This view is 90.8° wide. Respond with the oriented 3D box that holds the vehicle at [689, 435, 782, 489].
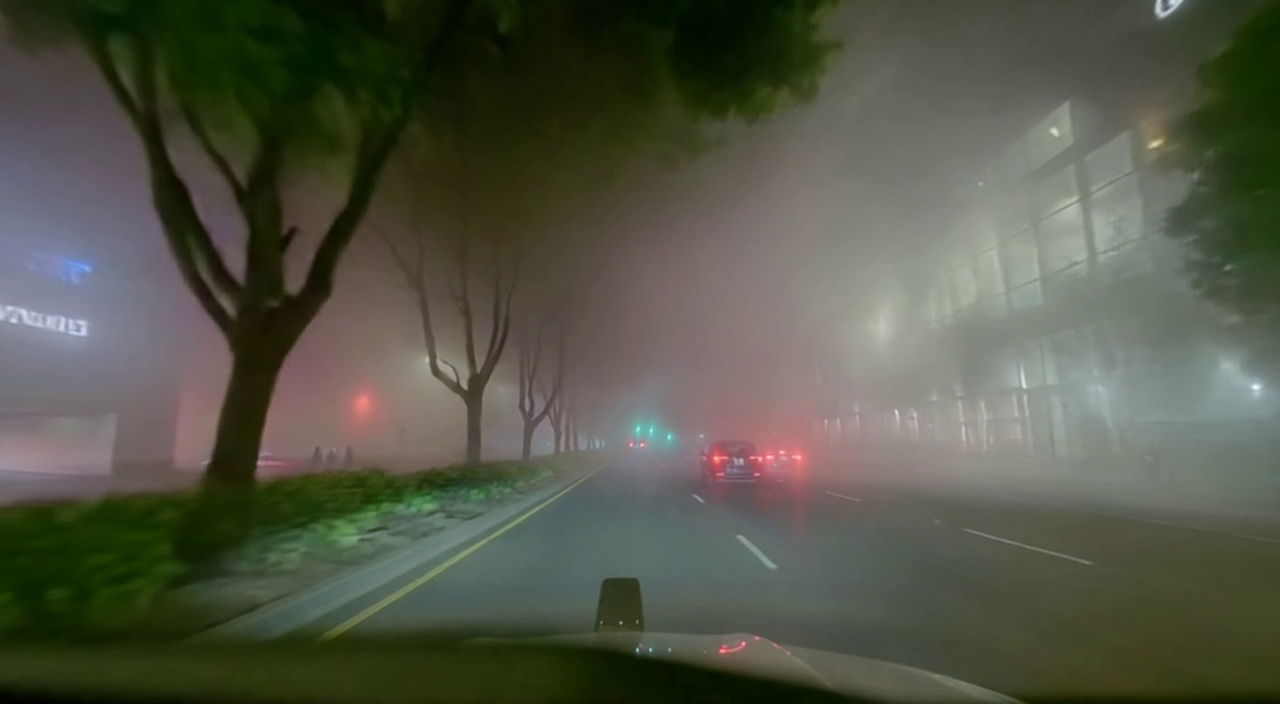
[{"bbox_3d":[2.821,3.370,19.760,2.131,1.491,4.496,0,-8,-1],"label":"vehicle"}]
